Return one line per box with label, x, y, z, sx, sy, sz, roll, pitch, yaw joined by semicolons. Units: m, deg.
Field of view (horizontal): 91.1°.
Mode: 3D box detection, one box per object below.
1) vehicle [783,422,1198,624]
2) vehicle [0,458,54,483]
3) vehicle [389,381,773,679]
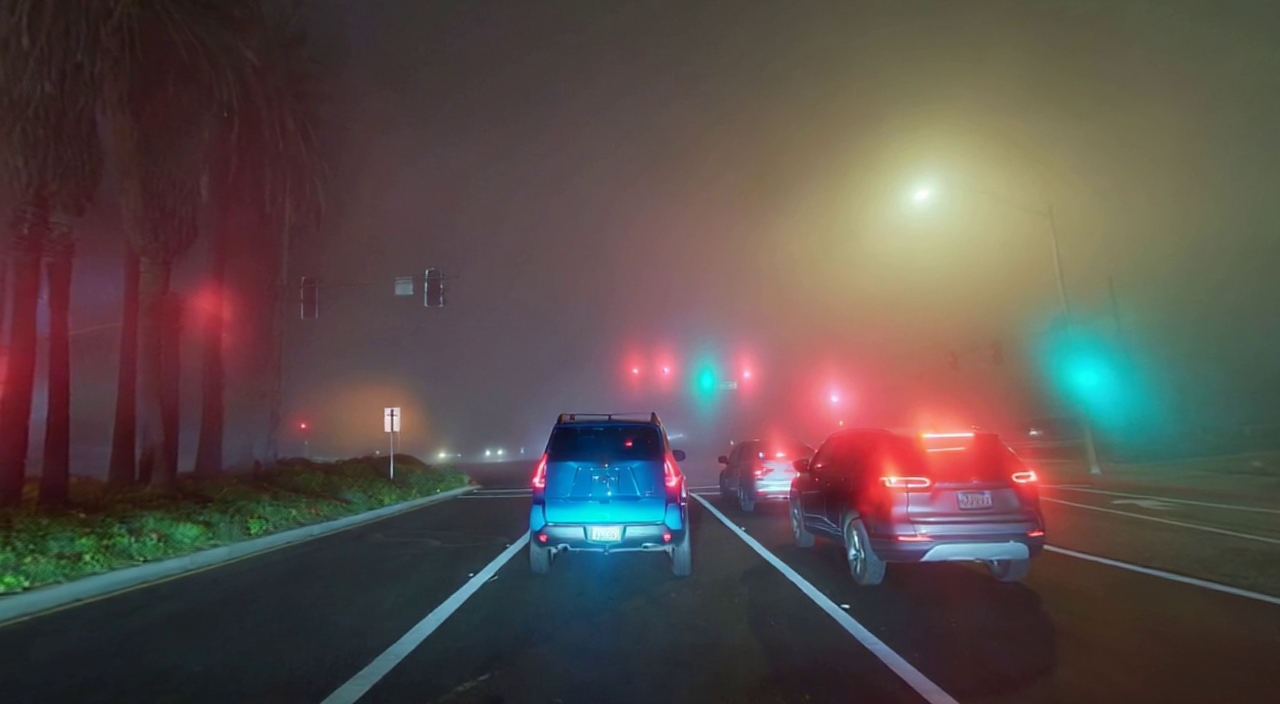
vehicle;3.110;1.602;6.943;1.971;1.473;4.495;0;-8;0
vehicle;-47.870;8.892;47.267;5.347;1.785;2.123;0;-8;2
vehicle;-0.340;1.312;5.686;2.172;1.694;4.055;0;-8;0
